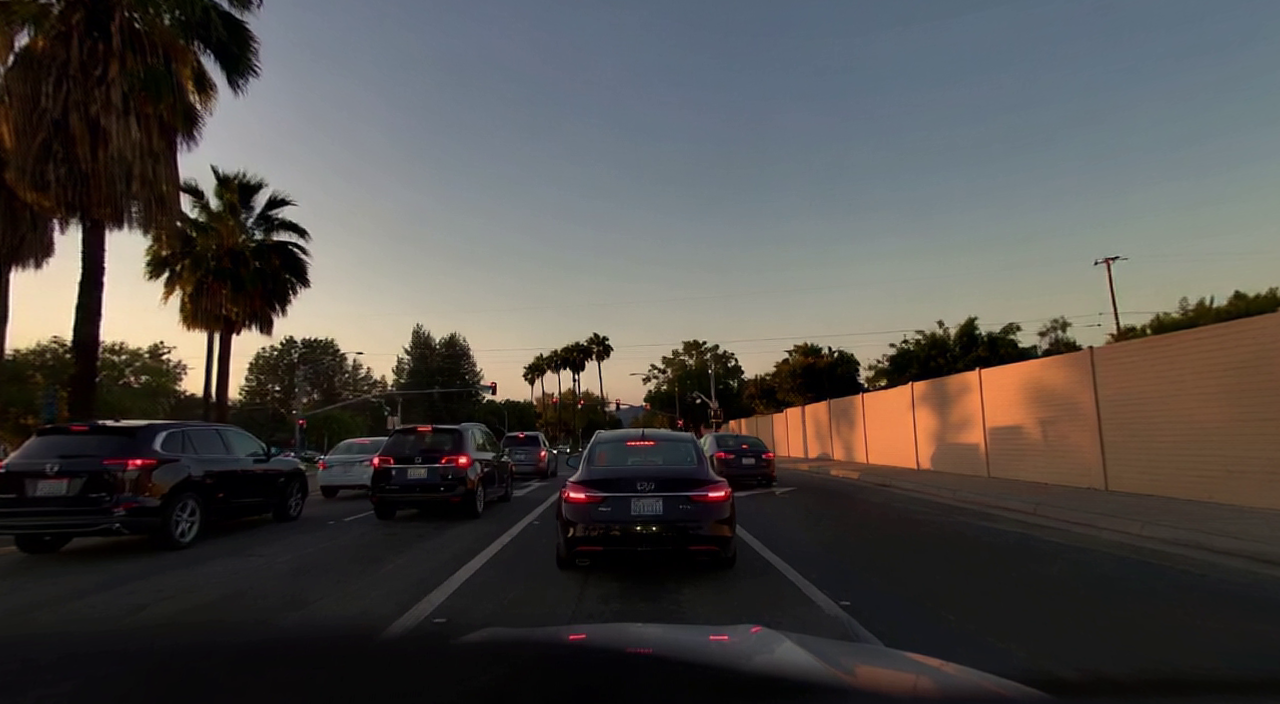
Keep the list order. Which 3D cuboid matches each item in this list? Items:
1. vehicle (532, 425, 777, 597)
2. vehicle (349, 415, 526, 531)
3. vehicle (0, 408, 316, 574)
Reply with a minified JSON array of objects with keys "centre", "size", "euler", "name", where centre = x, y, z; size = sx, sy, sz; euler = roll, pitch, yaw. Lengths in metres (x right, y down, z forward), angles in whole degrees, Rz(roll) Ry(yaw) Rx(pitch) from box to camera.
[{"centre":[0.066,1.708,7.698],"size":[2.128,1.473,4.272],"euler":[0,-8,-2],"name":"vehicle"},{"centre":[-3.462,2.158,11.733],"size":[2.007,1.746,4.136],"euler":[0,-9,-2],"name":"vehicle"},{"centre":[-6.677,1.779,8.854],"size":[1.963,1.721,4.467],"euler":[0,-8,-2],"name":"vehicle"}]
